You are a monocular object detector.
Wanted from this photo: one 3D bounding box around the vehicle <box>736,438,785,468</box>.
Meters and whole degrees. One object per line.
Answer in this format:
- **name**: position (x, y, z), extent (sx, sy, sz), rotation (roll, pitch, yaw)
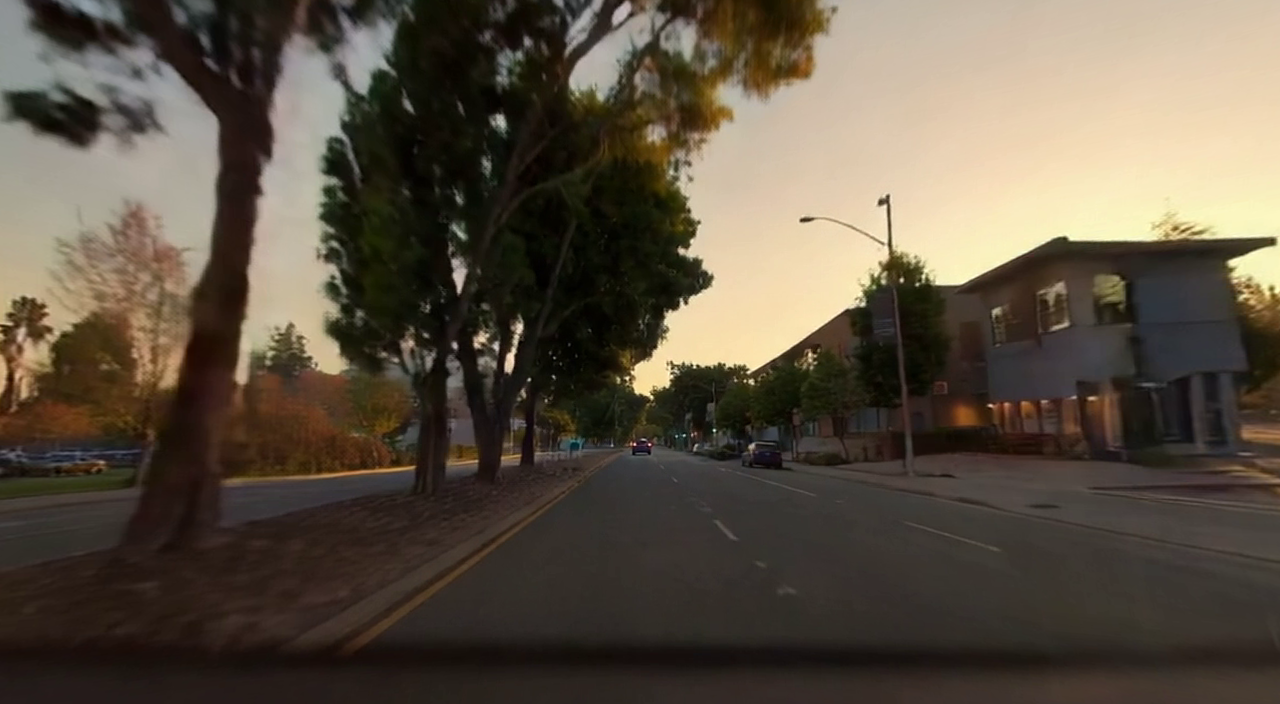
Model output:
- **vehicle**: position (7.801, 6.601, 41.356), extent (2.167, 1.848, 4.713), rotation (0, -8, -2)
